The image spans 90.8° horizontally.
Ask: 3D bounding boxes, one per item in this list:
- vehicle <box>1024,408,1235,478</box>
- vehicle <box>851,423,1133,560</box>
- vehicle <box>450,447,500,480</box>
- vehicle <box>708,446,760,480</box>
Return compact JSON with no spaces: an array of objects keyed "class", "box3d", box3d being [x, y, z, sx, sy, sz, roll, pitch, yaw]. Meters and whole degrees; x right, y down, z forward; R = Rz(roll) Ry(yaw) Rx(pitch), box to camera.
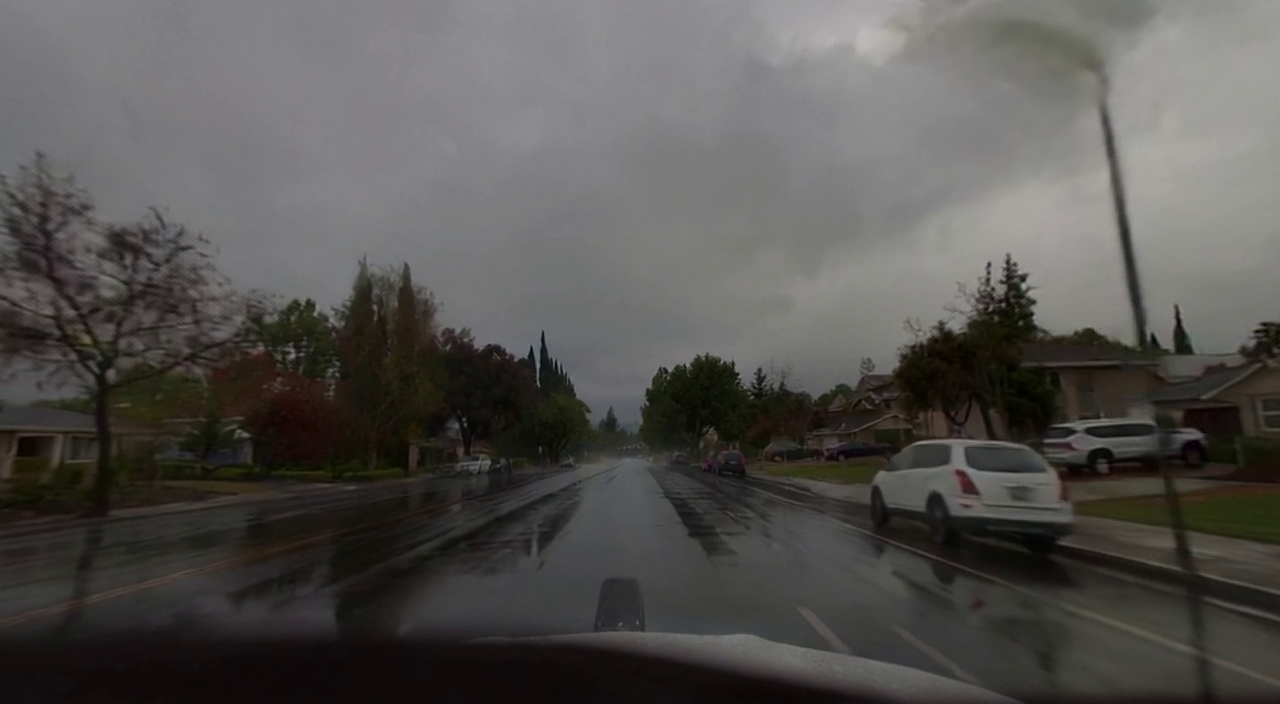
[{"class":"vehicle","box3d":[15.910,3.000,20.832,4.921,2.117,2.249,-1,-9,3]},{"class":"vehicle","box3d":[5.185,2.088,10.193,2.001,1.693,4.311,0,-9,0]},{"class":"vehicle","box3d":[-12.250,8.280,47.317,2.396,2.159,5.470,-3,-8,-1]},{"class":"vehicle","box3d":[4.848,5.786,33.202,1.900,1.608,5.037,0,-9,-1]}]
